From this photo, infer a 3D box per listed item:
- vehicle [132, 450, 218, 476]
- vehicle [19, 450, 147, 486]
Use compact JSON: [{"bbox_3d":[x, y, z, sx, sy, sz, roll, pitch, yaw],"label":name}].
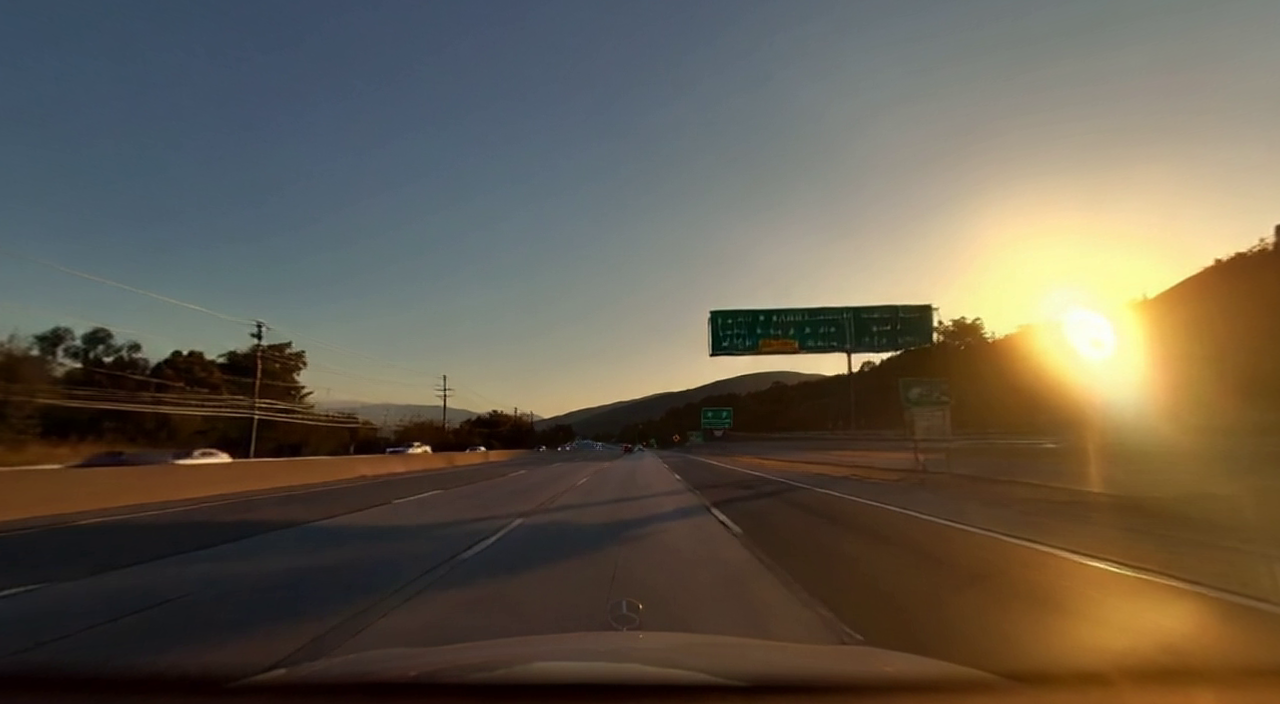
[{"bbox_3d":[-28.909,6.883,39.469,1.940,1.463,4.480,0,-8,0],"label":"vehicle"},{"bbox_3d":[-25.002,5.177,28.564,1.798,1.457,4.291,0,-8,1],"label":"vehicle"}]
